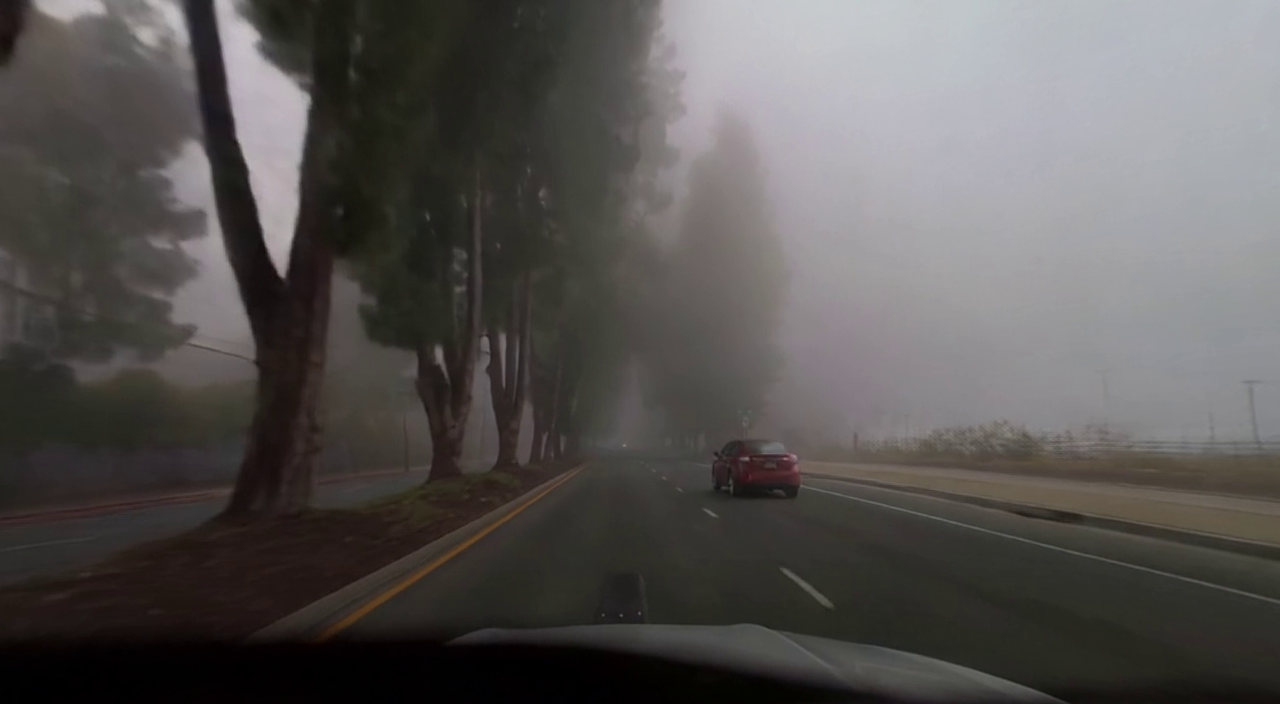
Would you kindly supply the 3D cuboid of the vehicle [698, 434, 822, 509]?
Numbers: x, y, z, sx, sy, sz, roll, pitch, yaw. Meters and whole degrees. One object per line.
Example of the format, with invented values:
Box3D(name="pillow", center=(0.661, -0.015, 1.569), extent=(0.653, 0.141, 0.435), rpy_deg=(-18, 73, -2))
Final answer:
Box3D(name="vehicle", center=(2.668, 2.800, 15.215), extent=(1.985, 1.529, 4.316), rpy_deg=(1, -9, -2))
